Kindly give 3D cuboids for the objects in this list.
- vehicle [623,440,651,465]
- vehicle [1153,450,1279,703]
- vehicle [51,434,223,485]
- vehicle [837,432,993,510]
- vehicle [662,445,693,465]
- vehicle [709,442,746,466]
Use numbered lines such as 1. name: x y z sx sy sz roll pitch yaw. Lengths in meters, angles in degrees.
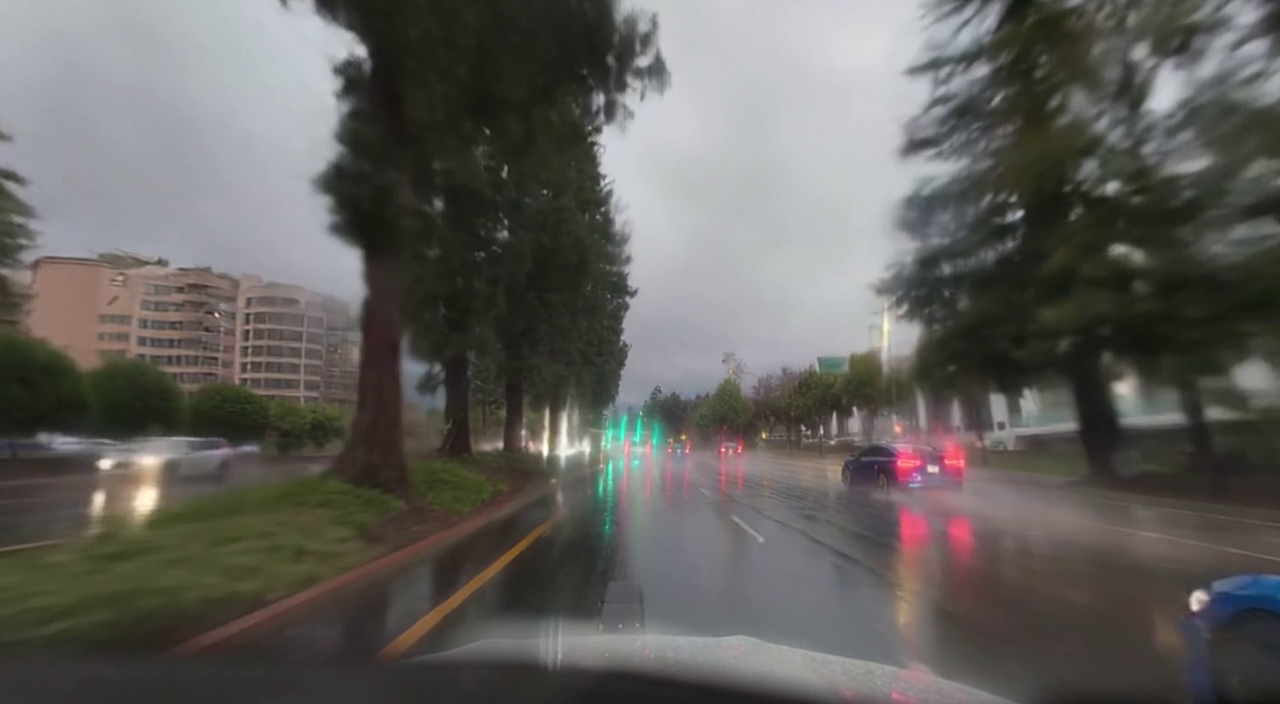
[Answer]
1. vehicle: -0.267 7.838 49.308 2.146 1.800 4.042 0 -9 -1
2. vehicle: 3.286 0.779 0.561 1.990 1.347 4.388 0 -9 0
3. vehicle: -17.819 3.833 22.804 2.005 1.628 4.940 0 -9 2
4. vehicle: 6.838 2.990 16.353 1.987 1.730 4.373 0 -9 -1
5. vehicle: 2.847 7.903 48.685 1.930 1.483 4.471 0 -9 -2
6. vehicle: 6.278 7.379 45.868 1.931 1.685 4.054 0 -9 -3
